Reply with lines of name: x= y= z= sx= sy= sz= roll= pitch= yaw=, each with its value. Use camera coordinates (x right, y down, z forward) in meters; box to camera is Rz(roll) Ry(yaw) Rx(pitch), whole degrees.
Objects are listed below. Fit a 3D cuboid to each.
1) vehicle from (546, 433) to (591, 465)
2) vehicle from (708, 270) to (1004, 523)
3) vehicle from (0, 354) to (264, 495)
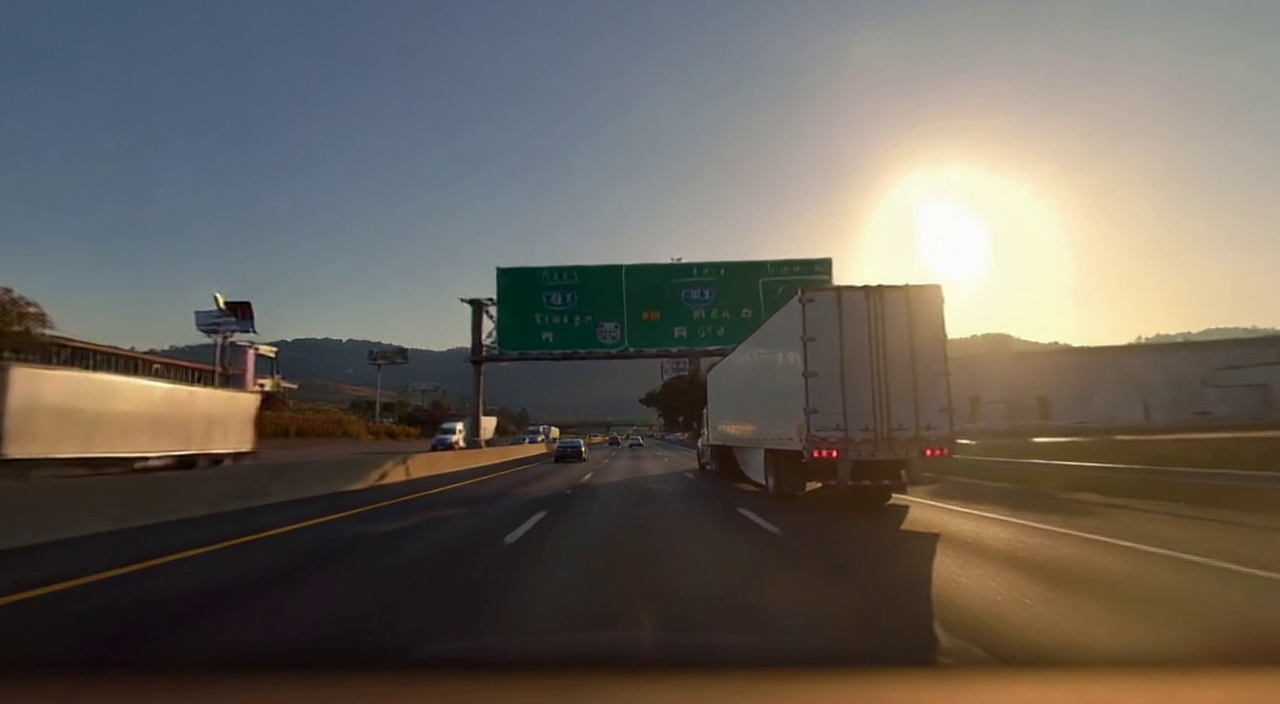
vehicle: x=-3.565 y=4.886 z=31.955 sx=1.930 sy=1.484 sz=3.849 roll=0 pitch=-8 yaw=-1
vehicle: x=3.831 y=1.378 z=15.149 sx=2.871 sy=3.815 sz=11.331 roll=0 pitch=-8 yaw=-1
vehicle: x=-20.181 y=2.917 z=24.247 sx=2.895 sy=4.107 sz=13.894 roll=0 pitch=-8 yaw=0
